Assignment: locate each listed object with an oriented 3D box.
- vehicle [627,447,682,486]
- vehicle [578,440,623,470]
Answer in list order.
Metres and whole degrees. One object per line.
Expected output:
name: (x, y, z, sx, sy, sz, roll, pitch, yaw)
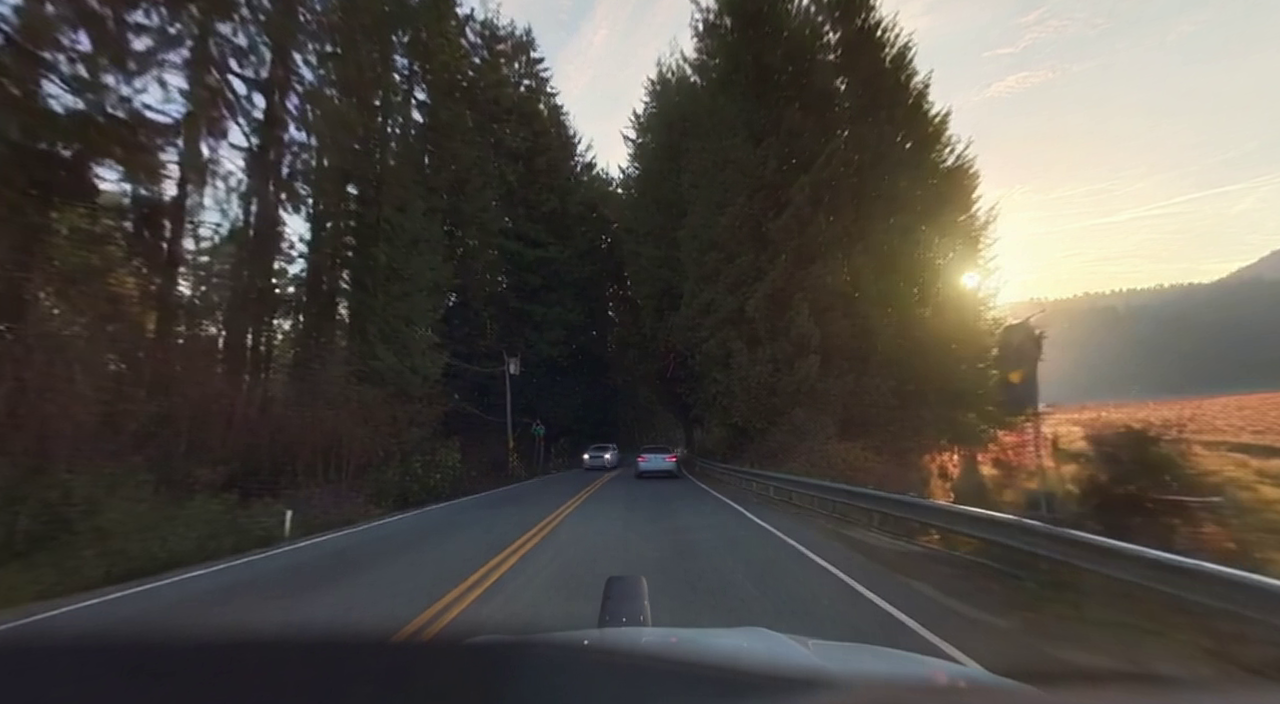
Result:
vehicle: (0.659, 5.085, 28.423, 2.274, 1.583, 4.349, 0, -8, 1)
vehicle: (-2.675, 7.112, 43.715, 2.477, 1.958, 4.753, -1, -8, 4)
